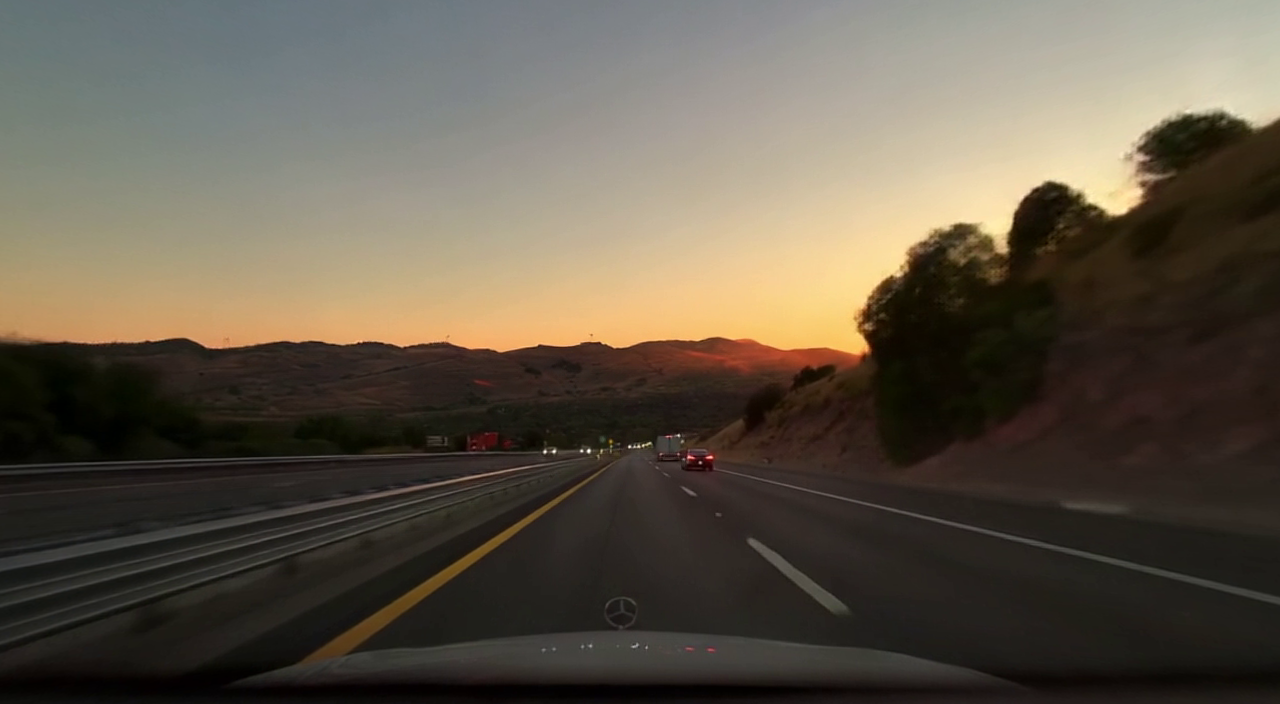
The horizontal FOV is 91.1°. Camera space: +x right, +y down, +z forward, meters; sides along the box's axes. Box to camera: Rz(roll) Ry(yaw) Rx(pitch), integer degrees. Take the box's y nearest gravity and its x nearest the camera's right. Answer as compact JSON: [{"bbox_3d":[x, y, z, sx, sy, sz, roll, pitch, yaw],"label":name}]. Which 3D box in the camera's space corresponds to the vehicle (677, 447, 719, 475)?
[{"bbox_3d":[3.128,5.985,34.738,1.836,1.459,3.766,0,-9,-2],"label":"vehicle"}]
